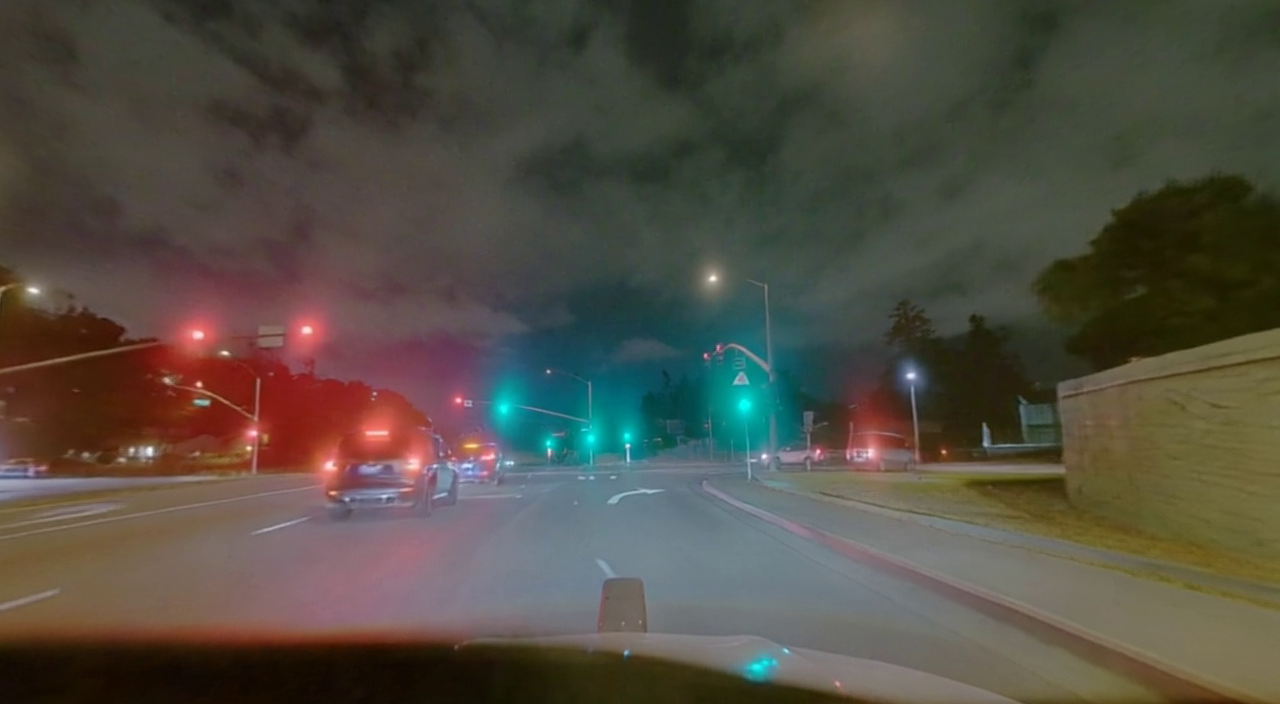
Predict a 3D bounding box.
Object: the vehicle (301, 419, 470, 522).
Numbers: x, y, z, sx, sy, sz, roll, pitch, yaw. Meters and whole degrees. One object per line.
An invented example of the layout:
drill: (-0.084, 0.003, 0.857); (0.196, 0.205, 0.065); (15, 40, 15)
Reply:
vehicle: (-5.167, 2.450, 13.515); (2.152, 1.822, 4.391); (1, -8, -6)

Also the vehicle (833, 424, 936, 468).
vehicle: (16.675, 6.398, 42.839); (6.269, 2.785, 2.334); (2, -9, -16)

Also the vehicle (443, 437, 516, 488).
vehicle: (-5.689, 3.953, 22.780); (2.024, 1.655, 4.301); (1, -8, -7)
